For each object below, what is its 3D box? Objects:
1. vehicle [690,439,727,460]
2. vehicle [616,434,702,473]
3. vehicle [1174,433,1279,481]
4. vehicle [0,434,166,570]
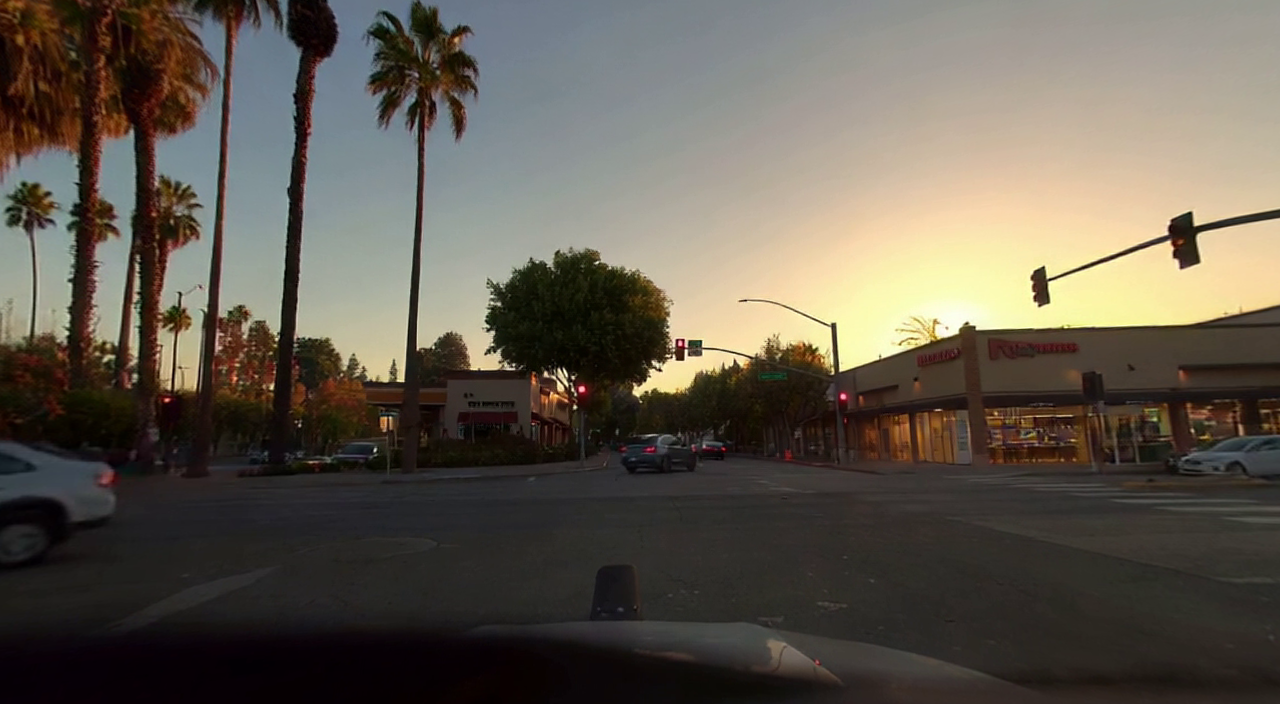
[{"bbox_3d":[5.141,7.385,47.745,1.890,1.572,3.826,1,-9,-7],"label":"vehicle"},{"bbox_3d":[0.991,4.731,29.598,1.999,1.653,4.603,-5,-10,32],"label":"vehicle"},{"bbox_3d":[23.498,3.926,23.631,4.722,1.717,2.000,-3,-9,17],"label":"vehicle"},{"bbox_3d":[-8.253,1.699,7.180,1.828,1.512,4.035,-5,-10,30],"label":"vehicle"}]
